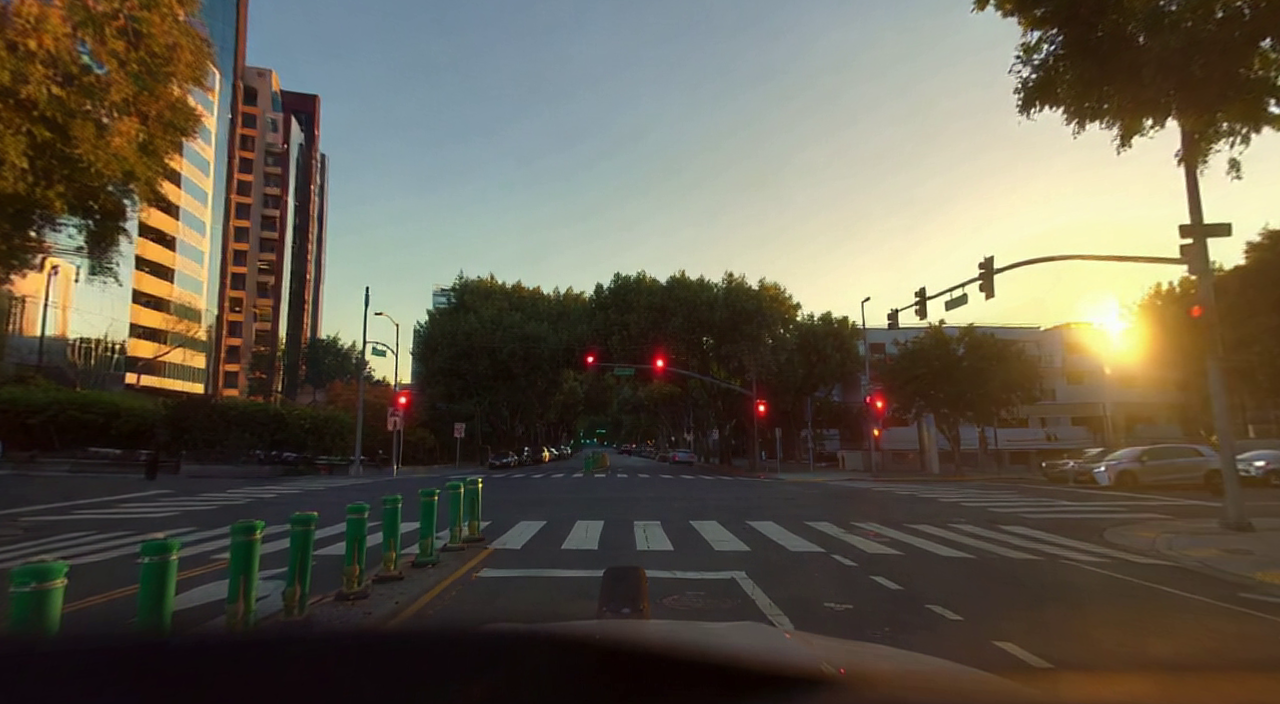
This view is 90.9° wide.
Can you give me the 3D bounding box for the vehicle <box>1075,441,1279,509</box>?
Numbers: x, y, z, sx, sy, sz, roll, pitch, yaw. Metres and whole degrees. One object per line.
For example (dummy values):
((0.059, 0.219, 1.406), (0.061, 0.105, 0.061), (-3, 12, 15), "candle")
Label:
((12.997, 2.796, 14.562), (4.424, 1.436, 1.804), (-1, -9, 5), "vehicle")
